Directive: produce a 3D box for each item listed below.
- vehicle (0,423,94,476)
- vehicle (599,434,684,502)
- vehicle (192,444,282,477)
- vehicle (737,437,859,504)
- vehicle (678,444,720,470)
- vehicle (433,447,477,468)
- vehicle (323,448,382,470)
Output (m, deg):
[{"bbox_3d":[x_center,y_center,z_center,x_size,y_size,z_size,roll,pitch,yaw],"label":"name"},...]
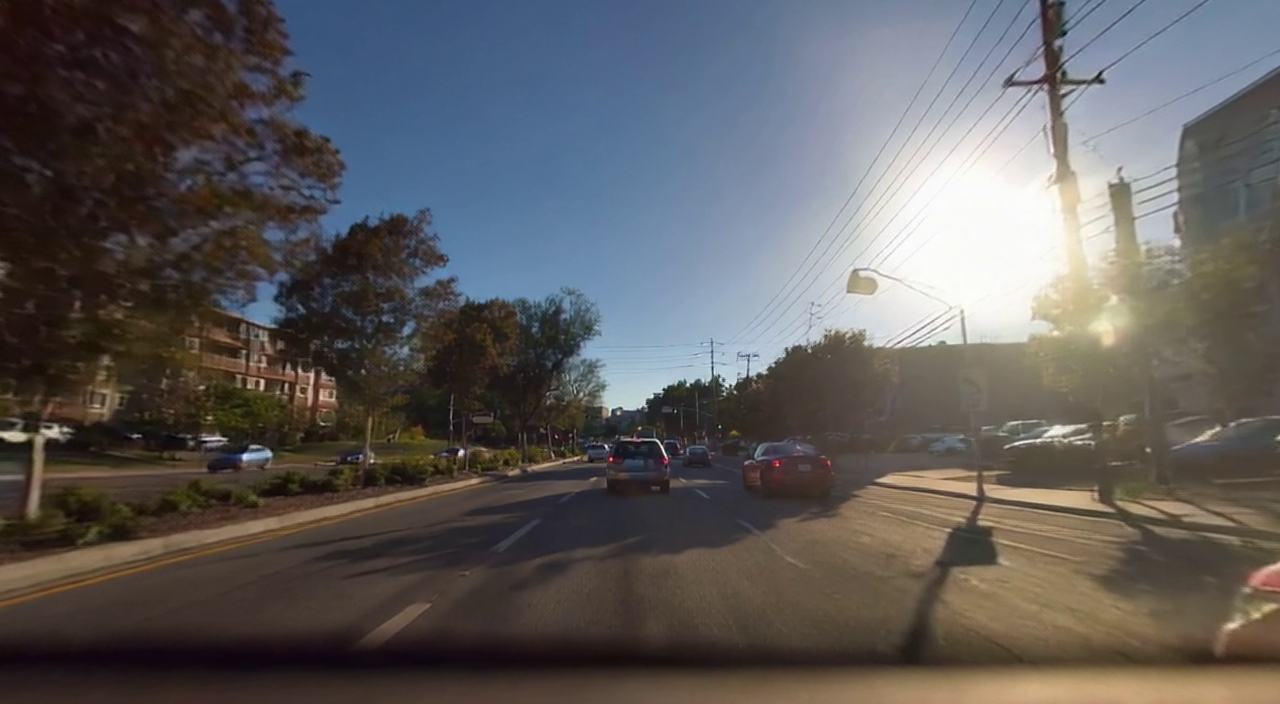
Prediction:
[{"bbox_3d":[-49.203,7.607,49.235,9.566,3.955,3.128,1,-8,-7],"label":"vehicle"},{"bbox_3d":[0.003,3.130,17.326,2.073,1.606,3.933,0,-9,-1],"label":"vehicle"},{"bbox_3d":[-22.143,5.985,34.977,1.982,1.699,4.421,0,-9,1],"label":"vehicle"},{"bbox_3d":[3.979,3.089,16.826,2.086,1.534,4.351,0,-9,0],"label":"vehicle"},{"bbox_3d":[3.542,6.455,38.841,2.054,1.461,4.321,0,-9,-1],"label":"vehicle"},{"bbox_3d":[-14.012,7.995,48.027,2.031,1.490,4.284,0,-9,0],"label":"vehicle"},{"bbox_3d":[-21.154,7.907,46.726,2.026,1.496,4.680,0,-9,2],"label":"vehicle"}]
